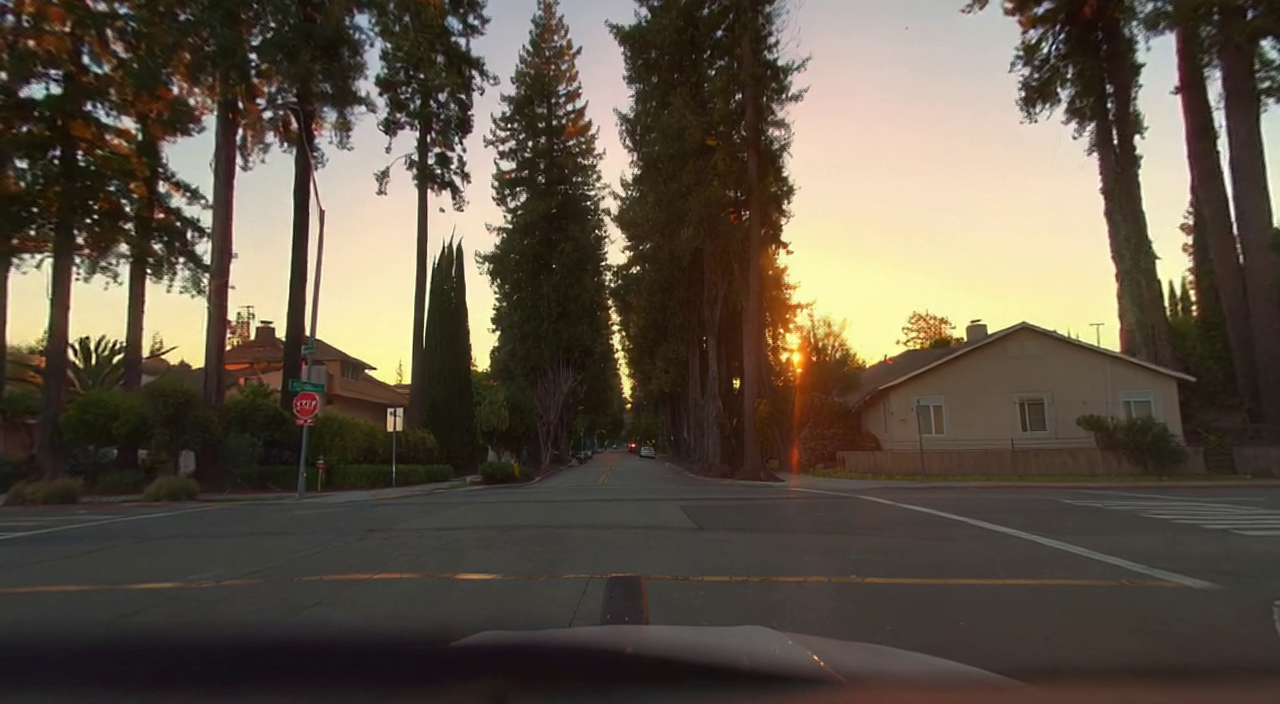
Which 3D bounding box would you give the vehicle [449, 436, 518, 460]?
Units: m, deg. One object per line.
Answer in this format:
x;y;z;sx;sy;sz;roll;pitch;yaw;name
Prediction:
-11.683;7.197;47.244;4.622;1.782;1.836;0;-8;1;vehicle
